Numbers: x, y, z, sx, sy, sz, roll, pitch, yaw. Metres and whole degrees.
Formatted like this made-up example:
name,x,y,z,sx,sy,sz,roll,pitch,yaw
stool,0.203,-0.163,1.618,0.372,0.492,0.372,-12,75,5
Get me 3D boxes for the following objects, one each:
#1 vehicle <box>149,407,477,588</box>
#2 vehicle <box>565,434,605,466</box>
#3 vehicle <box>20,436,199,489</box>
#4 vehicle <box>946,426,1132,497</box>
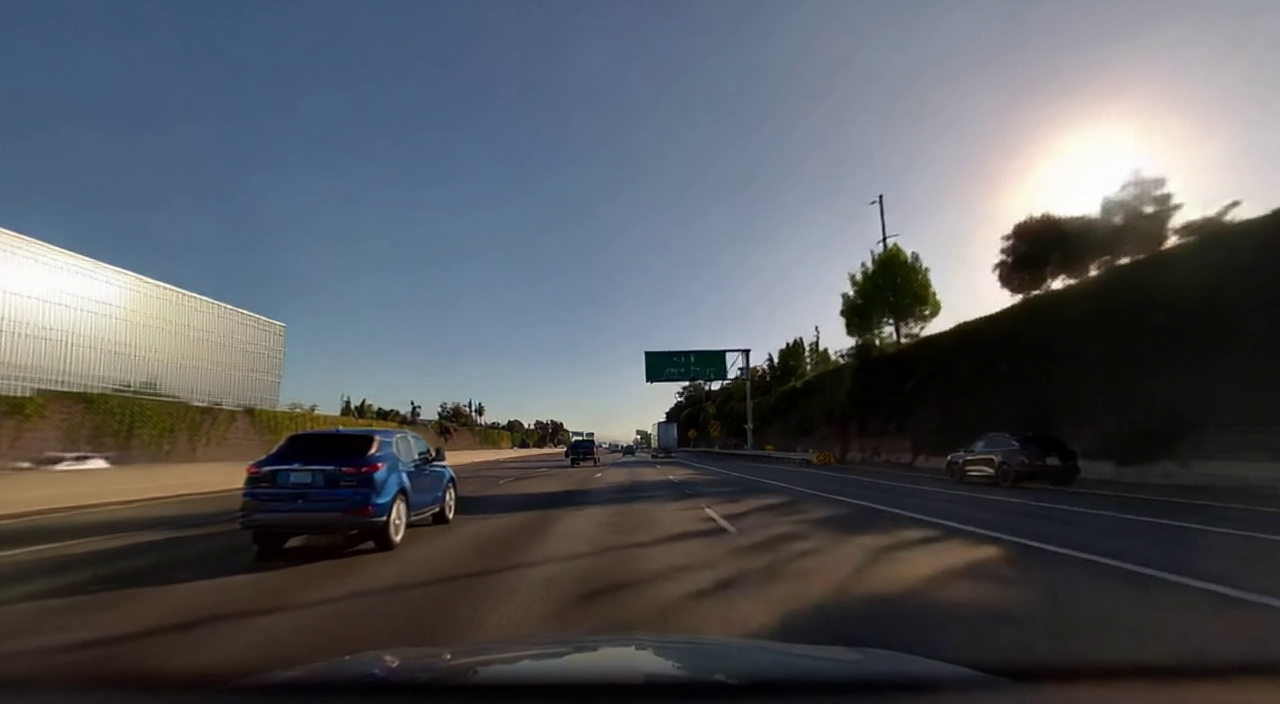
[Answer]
name,x,y,z,sx,sy,sz,roll,pitch,yaw
vehicle,-3.671,1.713,8.219,2.039,1.710,4.237,0,-9,-1
vehicle,-3.576,6.576,42.443,2.284,2.022,5.752,0,-9,-1
vehicle,-20.399,4.281,24.781,2.275,1.834,5.473,0,-9,0
vehicle,11.509,3.210,18.836,2.089,1.787,5.080,0,-9,-2
